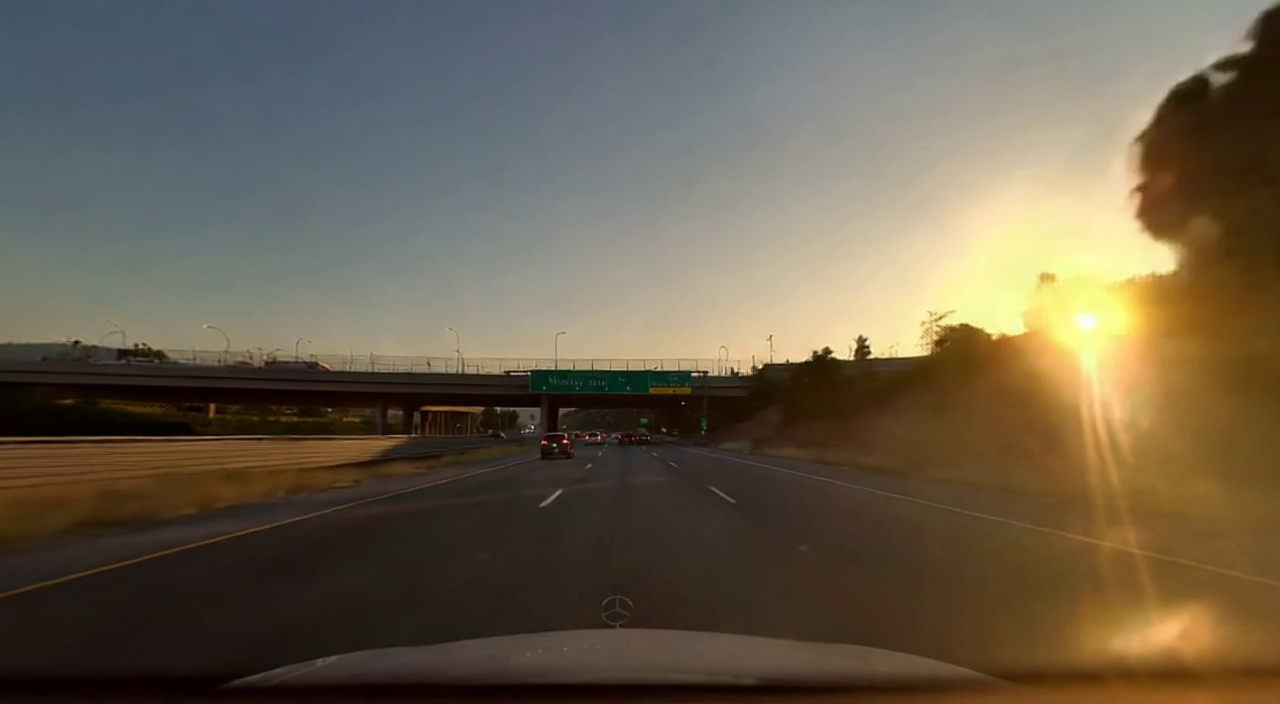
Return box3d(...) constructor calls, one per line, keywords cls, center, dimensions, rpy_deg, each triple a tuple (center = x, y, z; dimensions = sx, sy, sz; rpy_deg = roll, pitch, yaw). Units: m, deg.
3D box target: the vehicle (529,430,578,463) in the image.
box3d(cls="vehicle", center=(-4.439, 4.924, 32.937), dimensions=(2.062, 1.591, 4.156), rpy_deg=(0, -8, -1))
